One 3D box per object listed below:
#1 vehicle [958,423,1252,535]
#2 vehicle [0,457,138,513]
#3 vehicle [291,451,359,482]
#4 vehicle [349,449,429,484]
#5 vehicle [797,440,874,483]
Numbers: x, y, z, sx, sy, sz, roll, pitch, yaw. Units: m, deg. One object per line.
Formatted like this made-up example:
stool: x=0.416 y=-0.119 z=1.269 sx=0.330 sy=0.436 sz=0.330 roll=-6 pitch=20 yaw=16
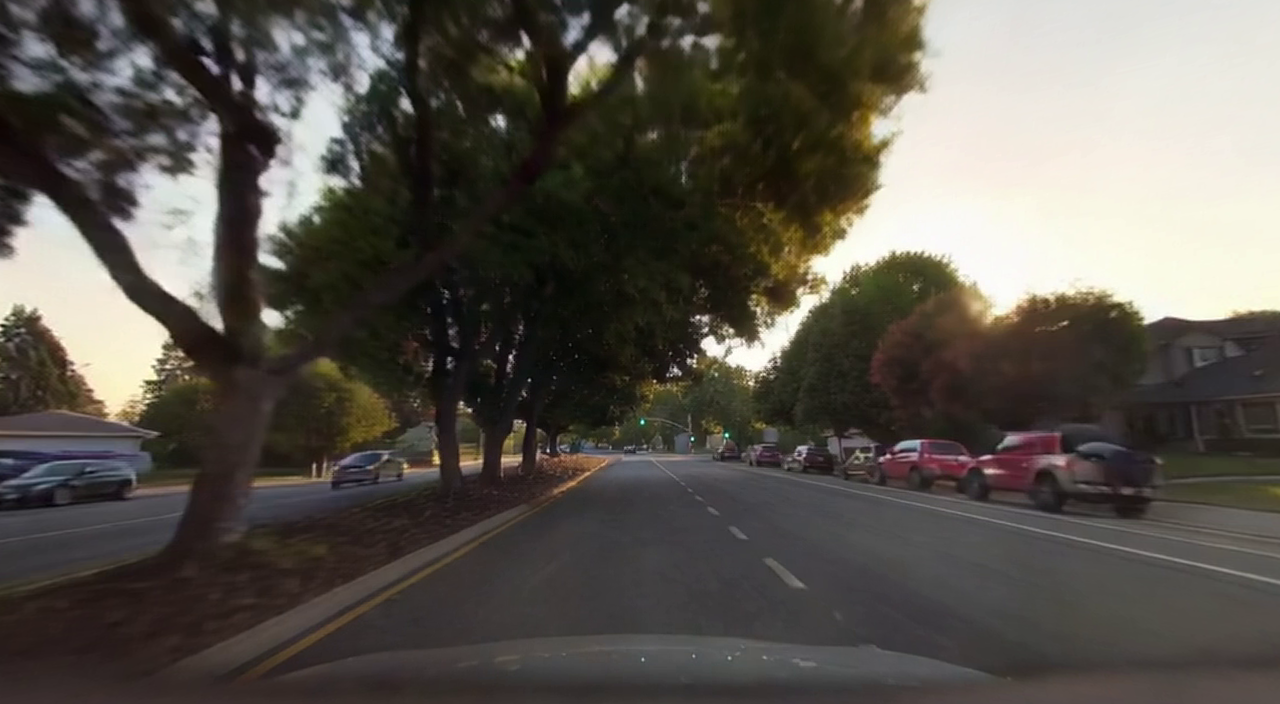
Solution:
vehicle: x=9.803 y=2.708 z=14.266 sx=2.209 sy=1.982 sz=5.787 roll=0 pitch=-9 yaw=0
vehicle: x=-18.470 y=4.195 z=20.062 sx=1.732 sy=1.460 sz=3.932 roll=-5 pitch=-9 yaw=2
vehicle: x=-18.415 y=6.701 z=37.183 sx=1.842 sy=1.660 sz=4.120 roll=0 pitch=-9 yaw=0
vehicle: x=-11.610 y=5.283 z=29.590 sx=1.826 sy=1.472 sz=4.493 roll=-1 pitch=-9 yaw=1
vehicle: x=9.811 y=5.522 z=32.293 sx=2.176 sy=1.893 sz=5.744 roll=2 pitch=-9 yaw=0
